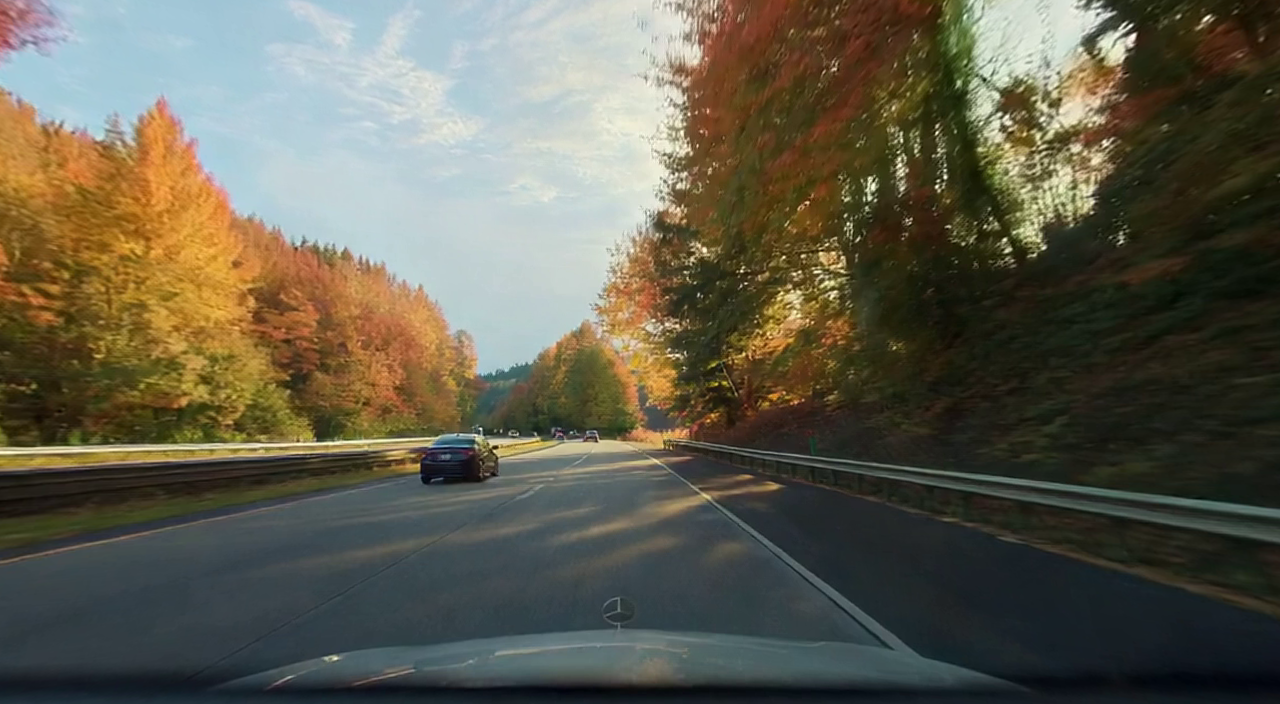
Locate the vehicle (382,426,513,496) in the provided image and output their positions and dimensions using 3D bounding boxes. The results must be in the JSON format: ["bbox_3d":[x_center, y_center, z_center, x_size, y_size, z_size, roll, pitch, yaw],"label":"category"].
[{"bbox_3d":[-4.774,2.740,16.355,2.073,1.559,4.393,0,-8,-1],"label":"vehicle"}]
